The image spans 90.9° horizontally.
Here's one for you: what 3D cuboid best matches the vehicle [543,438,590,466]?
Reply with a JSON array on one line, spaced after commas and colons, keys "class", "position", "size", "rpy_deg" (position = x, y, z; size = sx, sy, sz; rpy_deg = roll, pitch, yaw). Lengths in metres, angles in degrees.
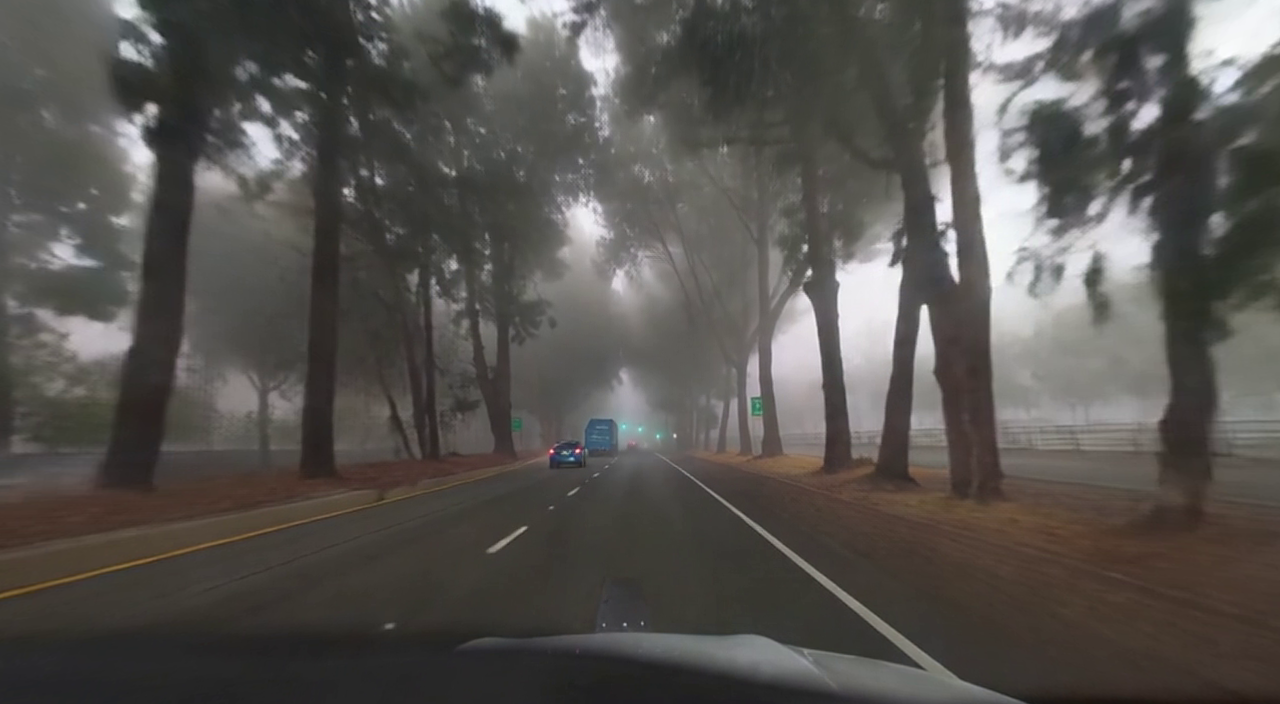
[{"class": "vehicle", "position": [-3.933, 5.425, 34.436], "size": [2.005, 1.462, 4.345], "rpy_deg": [0, -8, 1]}]
